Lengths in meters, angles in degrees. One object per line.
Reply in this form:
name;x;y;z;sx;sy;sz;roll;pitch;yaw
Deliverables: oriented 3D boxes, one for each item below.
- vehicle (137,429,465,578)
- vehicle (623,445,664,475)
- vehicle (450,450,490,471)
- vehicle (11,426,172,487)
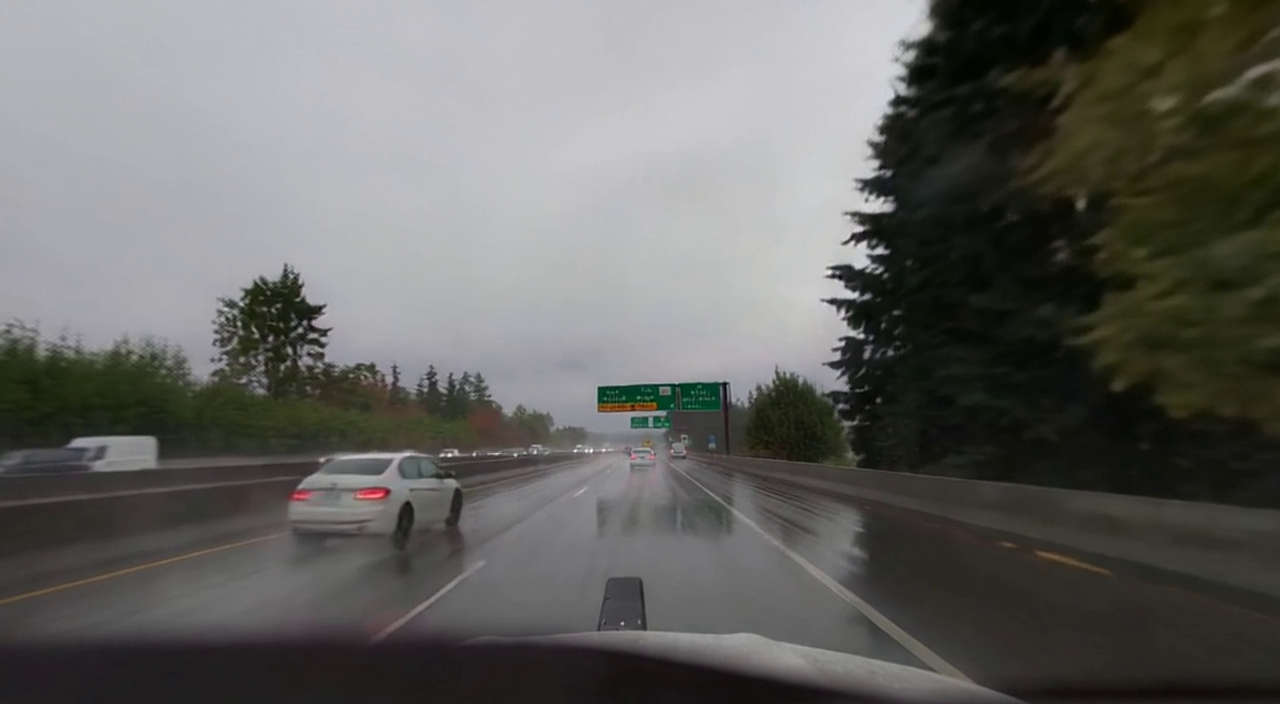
vehicle;-4.200;1.952;8.937;2.081;1.534;4.543;0;-9;1
vehicle;0.174;5.504;32.257;1.960;1.456;3.818;0;-9;0
vehicle;-12.374;7.888;46.127;1.787;1.447;3.776;-1;-9;1
vehicle;-27.100;5.206;31.584;2.515;2.725;6.031;0;-9;0
